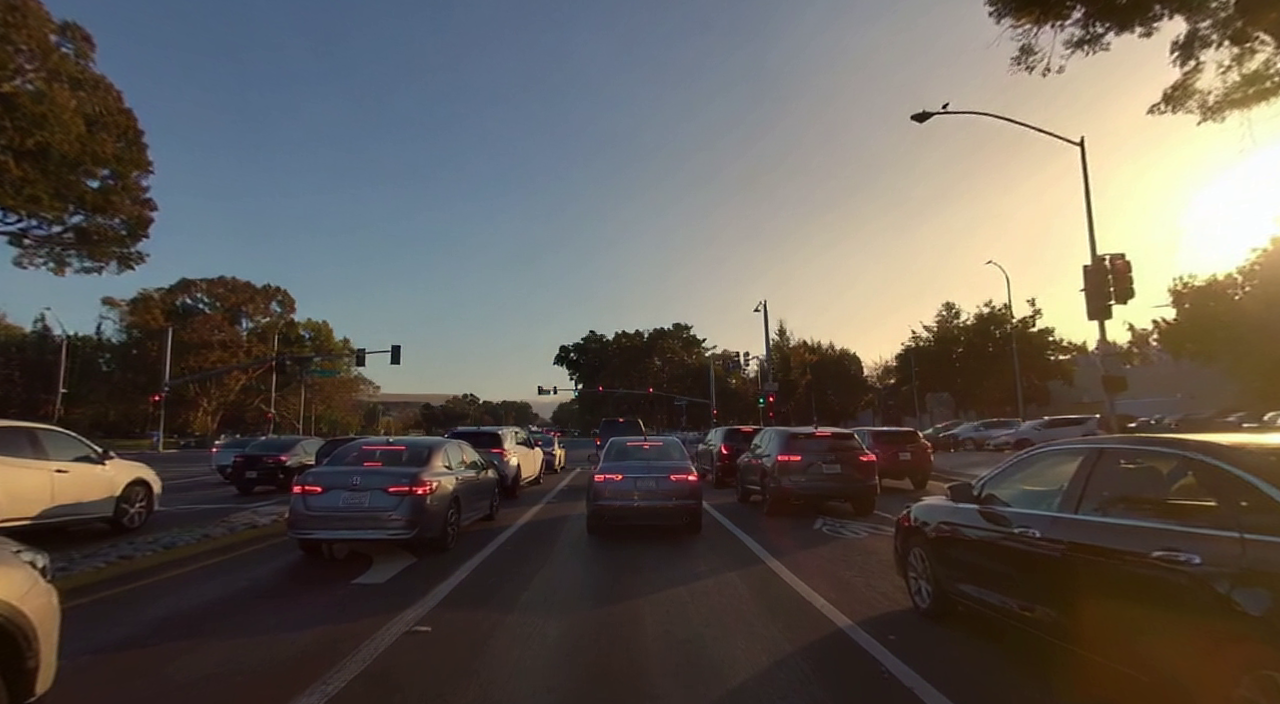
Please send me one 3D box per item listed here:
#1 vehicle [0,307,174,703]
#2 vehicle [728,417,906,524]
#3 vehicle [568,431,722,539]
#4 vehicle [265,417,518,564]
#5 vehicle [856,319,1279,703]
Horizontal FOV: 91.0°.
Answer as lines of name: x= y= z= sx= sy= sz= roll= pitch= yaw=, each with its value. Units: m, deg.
vehicle: x=-3.208 y=0.494 z=0.603 sx=2.079 sy=1.756 sz=4.676 roll=0 pitch=-8 yaw=-3
vehicle: x=3.076 y=2.168 z=12.018 sx=2.106 sy=1.667 sz=4.101 roll=0 pitch=-8 yaw=-1
vehicle: x=0.003 y=2.070 z=10.422 sx=2.076 sy=1.438 sz=3.770 roll=0 pitch=-8 yaw=-2
vehicle: x=-3.056 y=1.786 z=8.912 sx=1.896 sy=1.546 sz=4.378 roll=0 pitch=-8 yaw=-2
vehicle: x=3.148 y=0.979 z=3.737 sx=2.074 sy=1.685 sz=4.387 roll=0 pitch=-8 yaw=-1
